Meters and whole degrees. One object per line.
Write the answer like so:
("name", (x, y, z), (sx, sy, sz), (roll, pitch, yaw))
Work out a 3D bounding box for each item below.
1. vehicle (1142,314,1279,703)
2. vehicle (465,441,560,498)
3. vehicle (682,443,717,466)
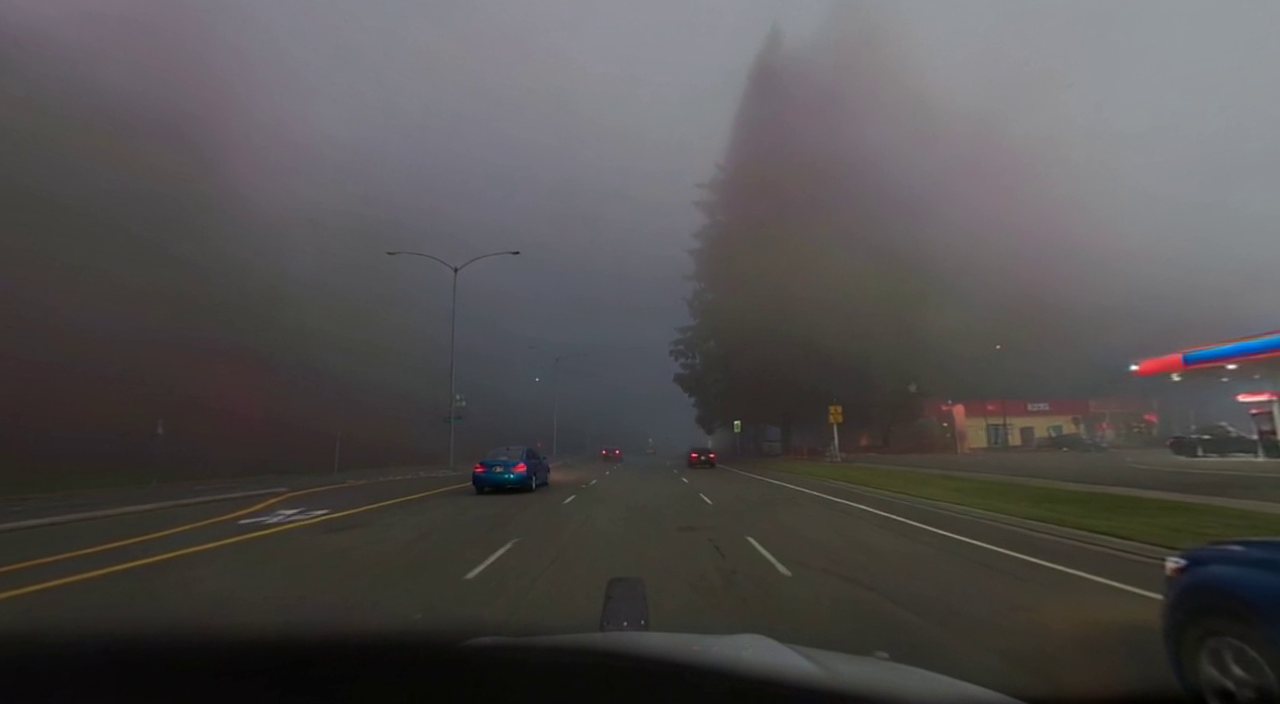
("vehicle", (3.181, 0.496, 0.342), (2.041, 1.764, 4.550), (0, -8, 0))
("vehicle", (-3.578, 3.369, 18.586), (1.803, 1.463, 4.422), (0, -8, 1))
("vehicle", (3.974, 6.898, 42.627), (1.883, 1.465, 3.975), (0, -8, -1))
